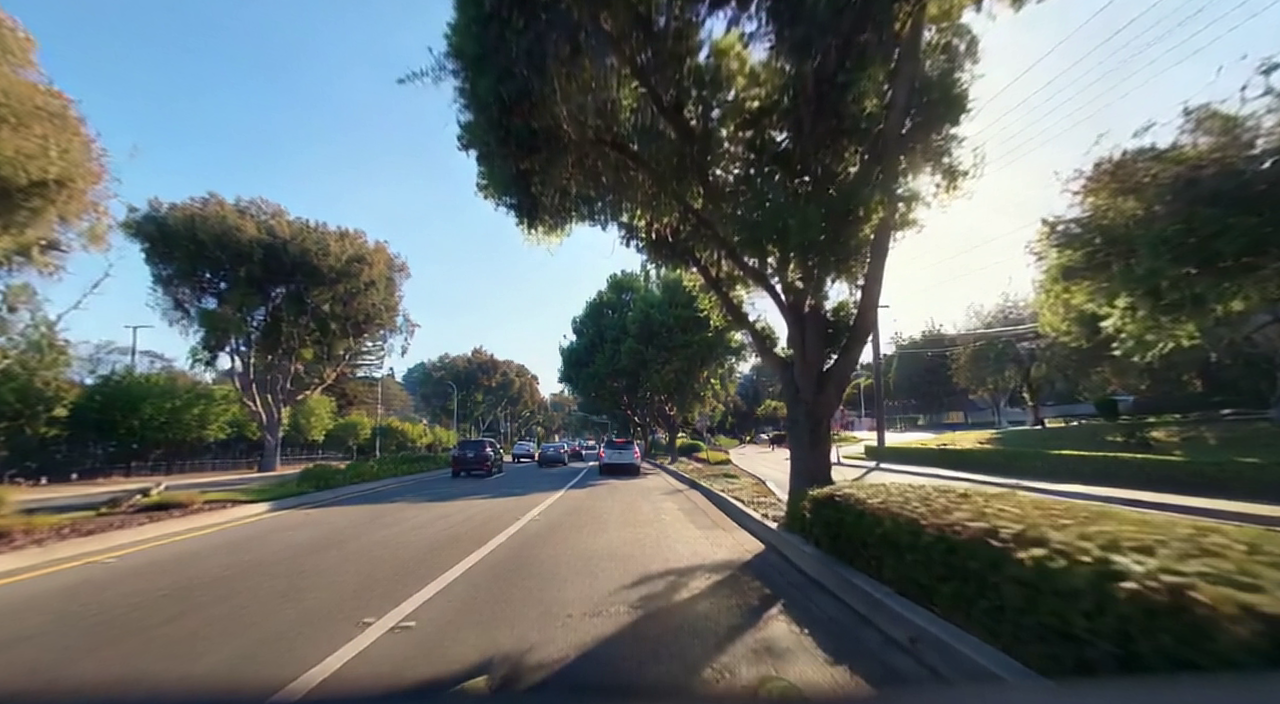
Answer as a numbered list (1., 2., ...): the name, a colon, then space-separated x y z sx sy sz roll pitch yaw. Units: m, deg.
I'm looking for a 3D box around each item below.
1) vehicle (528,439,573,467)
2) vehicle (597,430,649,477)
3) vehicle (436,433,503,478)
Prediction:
1. vehicle: -4.995 5.685 35.796 2.087 1.485 4.452 0 -8 -3
2. vehicle: -0.742 4.164 26.081 2.012 1.769 3.897 1 -8 -3
3. vehicle: -6.858 4.187 25.828 1.860 1.634 4.089 1 -8 -4
